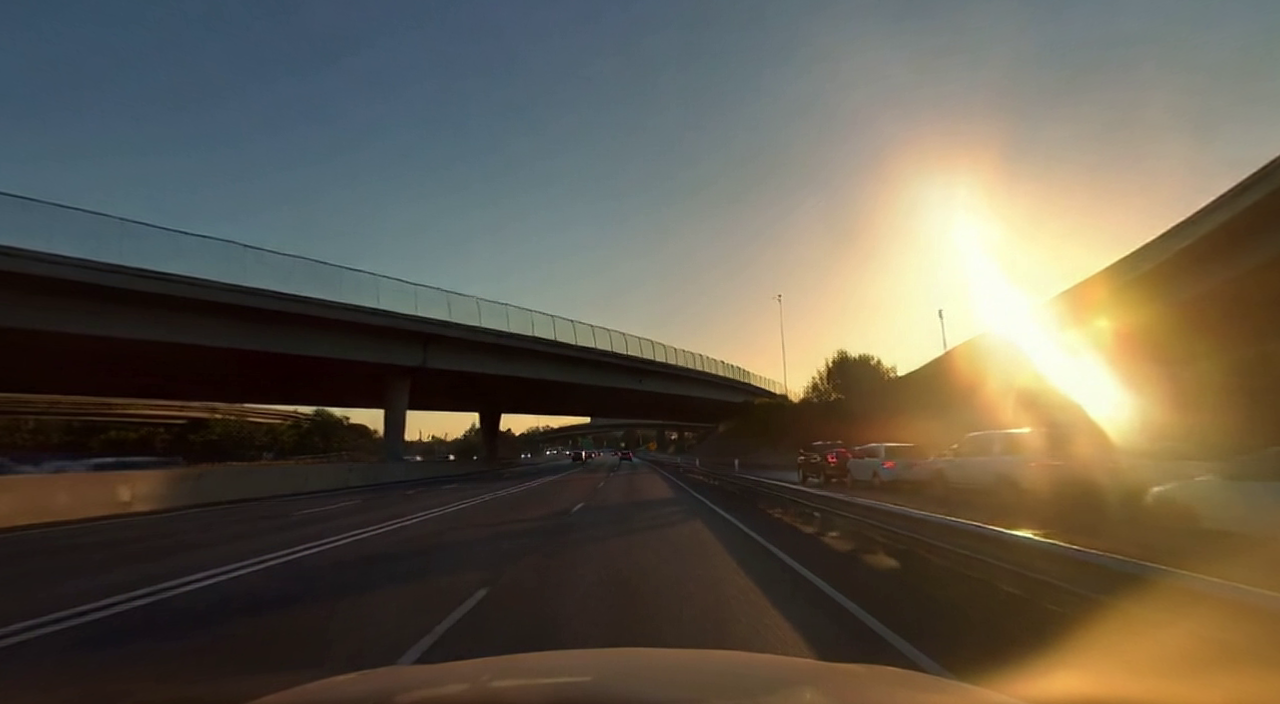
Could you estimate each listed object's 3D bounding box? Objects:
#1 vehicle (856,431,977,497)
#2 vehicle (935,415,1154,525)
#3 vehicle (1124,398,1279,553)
[{"bbox_3d":[16.082,6.559,37.649,2.887,3.412,9.164,0,-9,-1],"label":"vehicle"},{"bbox_3d":[16.114,4.773,26.411,2.704,3.716,9.364,0,-9,-1],"label":"vehicle"},{"bbox_3d":[16.336,2.902,14.766,2.791,3.573,9.032,0,-9,1],"label":"vehicle"}]
